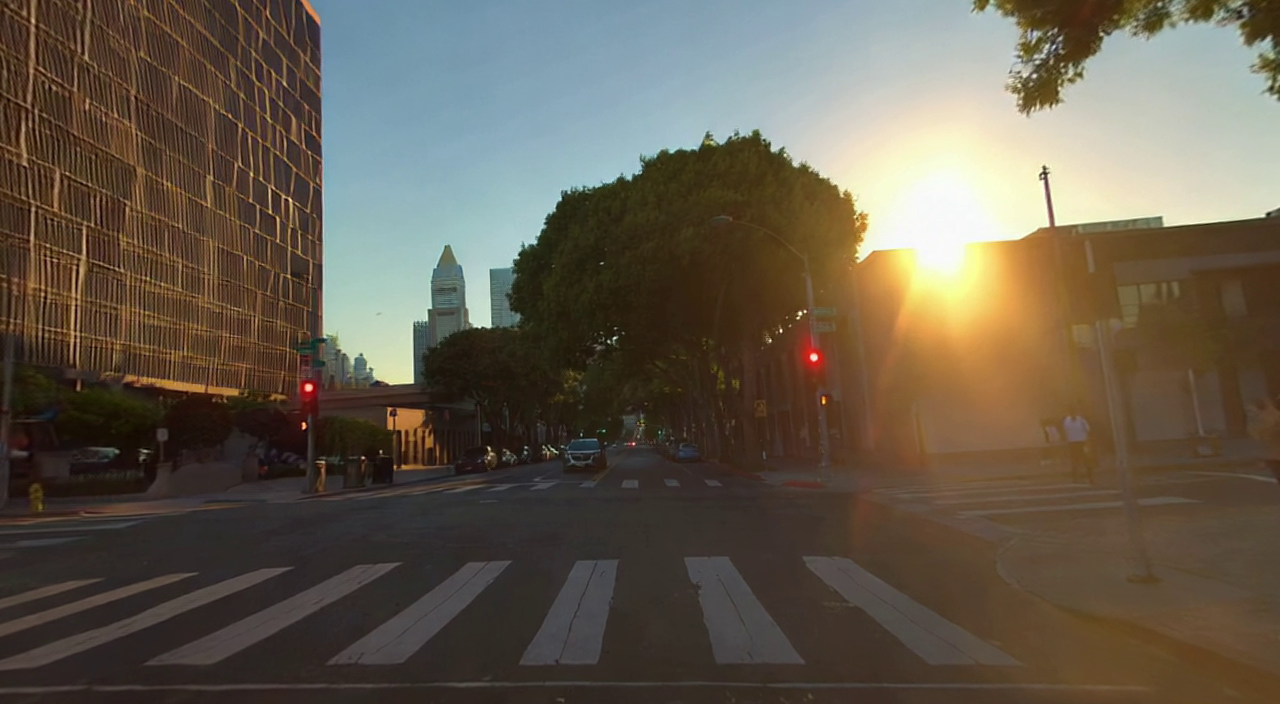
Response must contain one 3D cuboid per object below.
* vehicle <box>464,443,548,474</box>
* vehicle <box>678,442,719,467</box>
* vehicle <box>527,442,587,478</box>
[{"bbox_3d":[-8.022,6.356,38.012,4.526,1.726,1.963,8,-12,-44],"label":"vehicle"},{"bbox_3d":[3.547,6.280,38.860,1.853,1.426,4.160,1,-8,-3],"label":"vehicle"},{"bbox_3d":[-3.665,4.844,28.643,1.989,1.481,4.500,0,-8,1],"label":"vehicle"}]
